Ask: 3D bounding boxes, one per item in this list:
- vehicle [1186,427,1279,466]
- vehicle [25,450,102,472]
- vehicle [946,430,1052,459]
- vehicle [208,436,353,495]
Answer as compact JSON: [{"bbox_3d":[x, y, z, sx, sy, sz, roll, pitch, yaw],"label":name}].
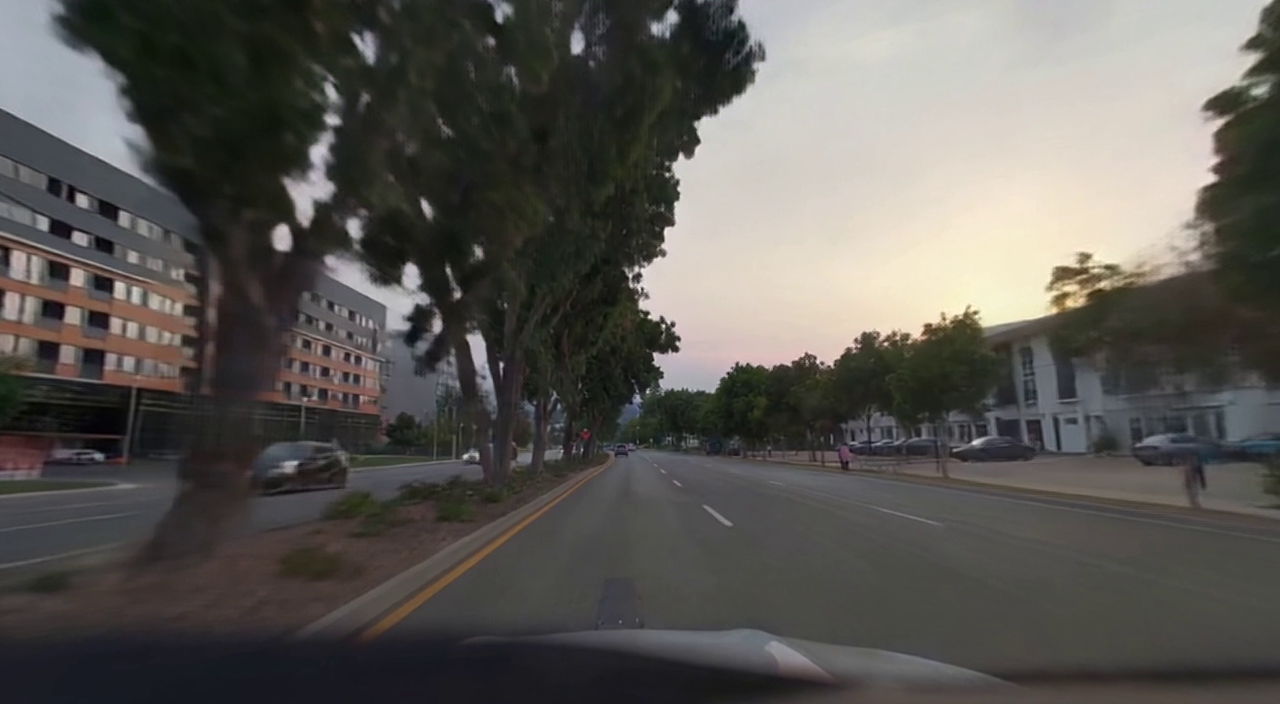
[{"bbox_3d":[25.916,3.961,26.559,4.068,1.546,2.017,1,-8,-4],"label":"vehicle"},{"bbox_3d":[-45.033,8.481,49.363,4.235,1.611,2.127,8,-12,-44],"label":"vehicle"},{"bbox_3d":[22.480,5.834,39.659,5.320,1.722,2.651,2,-9,-15],"label":"vehicle"},{"bbox_3d":[-12.218,3.870,21.952,2.250,1.788,4.684,0,-9,0],"label":"vehicle"}]
